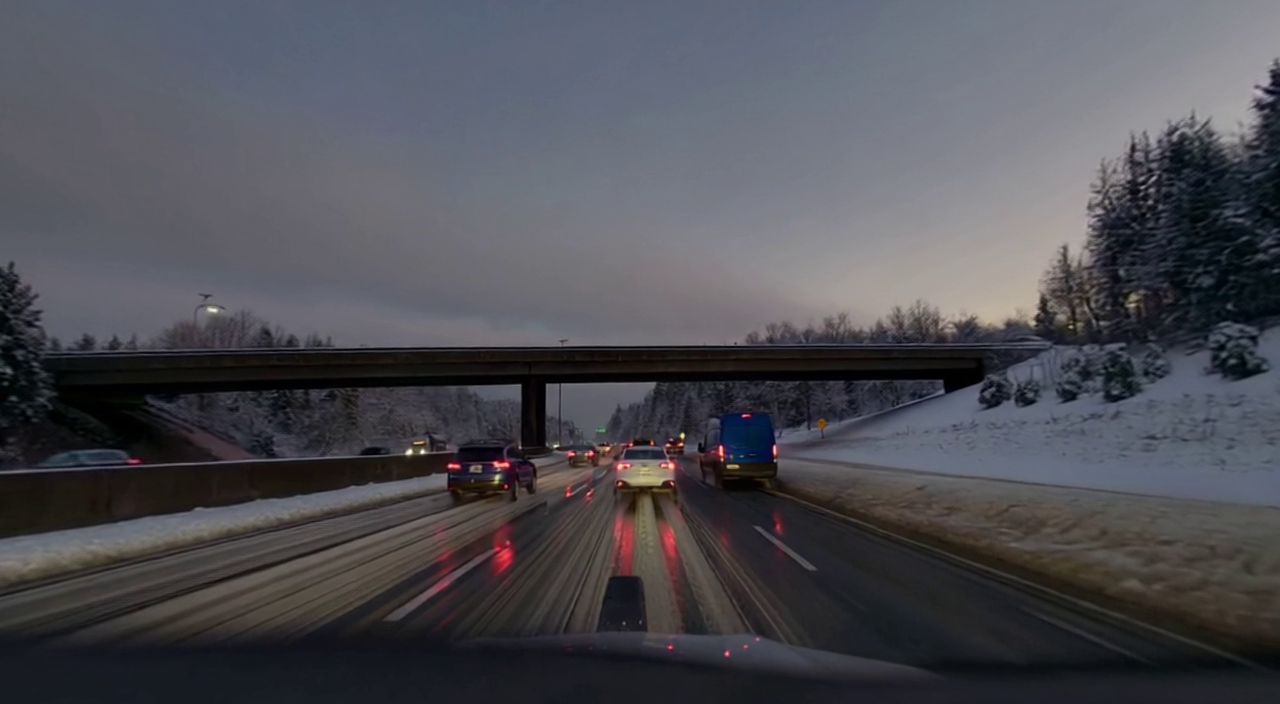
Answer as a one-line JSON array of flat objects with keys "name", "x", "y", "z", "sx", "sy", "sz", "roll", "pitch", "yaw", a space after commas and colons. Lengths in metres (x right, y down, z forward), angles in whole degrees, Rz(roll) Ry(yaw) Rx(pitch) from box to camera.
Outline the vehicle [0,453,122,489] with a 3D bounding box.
[{"name": "vehicle", "x": -26.674, "y": 5.425, "z": 28.997, "sx": 1.874, "sy": 1.448, "sz": 4.436, "roll": 0, "pitch": -8, "yaw": 1}]

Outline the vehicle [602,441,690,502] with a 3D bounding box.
[{"name": "vehicle", "x": 0.129, "y": 3.250, "z": 17.585, "sx": 2.174, "sy": 1.467, "sz": 4.005, "roll": 0, "pitch": -8, "yaw": -1}]

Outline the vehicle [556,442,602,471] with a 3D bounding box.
[{"name": "vehicle", "x": -3.684, "y": 6.383, "z": 38.918, "sx": 2.258, "sy": 1.655, "sz": 4.397, "roll": 0, "pitch": -8, "yaw": 1}]

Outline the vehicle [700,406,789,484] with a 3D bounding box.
[{"name": "vehicle", "x": 4.005, "y": 3.780, "z": 25.696, "sx": 2.436, "sy": 2.745, "sz": 6.607, "roll": 0, "pitch": -8, "yaw": -1}]

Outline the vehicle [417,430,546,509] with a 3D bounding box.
[{"name": "vehicle", "x": -3.814, "y": 2.906, "z": 16.052, "sx": 2.078, "sy": 1.706, "sz": 4.298, "roll": 0, "pitch": -8, "yaw": 1}]
